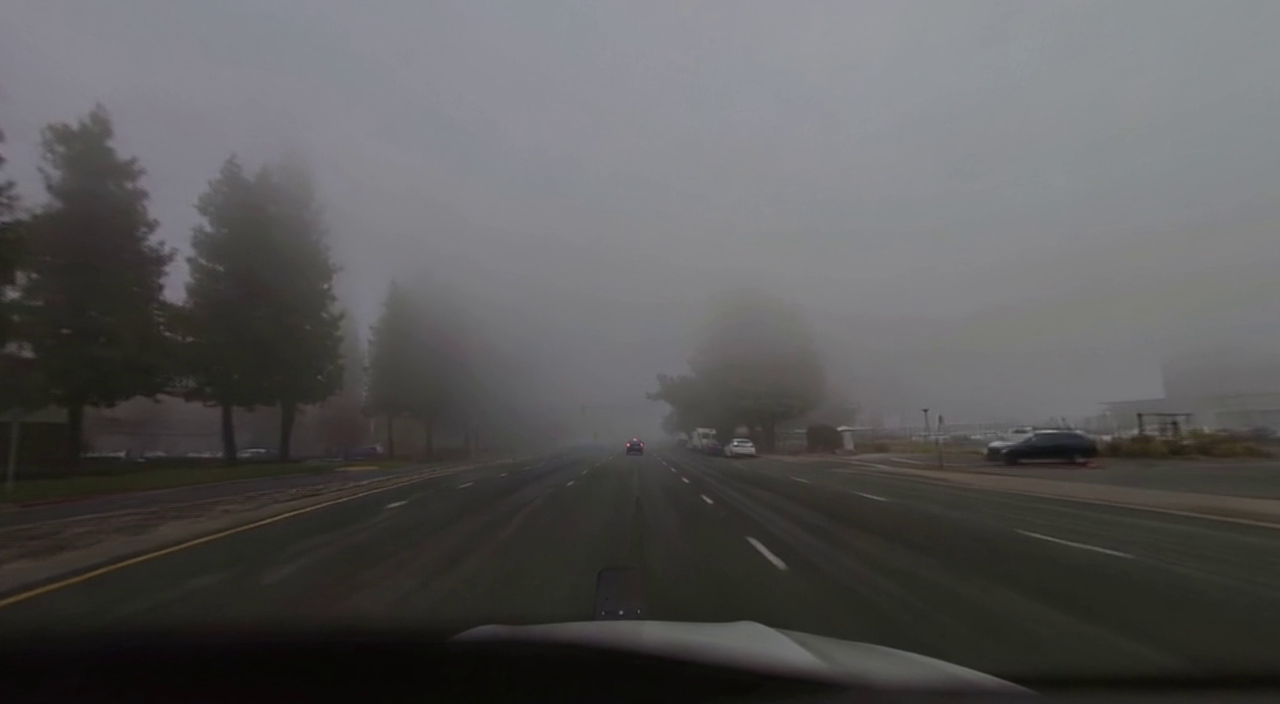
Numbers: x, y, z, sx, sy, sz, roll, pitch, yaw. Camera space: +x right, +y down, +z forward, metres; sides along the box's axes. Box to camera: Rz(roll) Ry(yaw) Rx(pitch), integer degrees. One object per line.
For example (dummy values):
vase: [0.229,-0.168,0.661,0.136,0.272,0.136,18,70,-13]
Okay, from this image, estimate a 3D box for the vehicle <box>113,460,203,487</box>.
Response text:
vehicle: [-33.149,8.366,43.644,4.705,1.627,2.017,5,-10,-32]

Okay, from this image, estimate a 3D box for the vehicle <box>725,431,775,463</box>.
vehicle: [6.466,5.637,37.667,1.985,1.758,4.523,0,-8,-2]

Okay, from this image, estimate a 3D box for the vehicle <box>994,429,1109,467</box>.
vehicle: [17.941,4.184,27.621,3.923,1.575,1.882,1,-9,-12]
